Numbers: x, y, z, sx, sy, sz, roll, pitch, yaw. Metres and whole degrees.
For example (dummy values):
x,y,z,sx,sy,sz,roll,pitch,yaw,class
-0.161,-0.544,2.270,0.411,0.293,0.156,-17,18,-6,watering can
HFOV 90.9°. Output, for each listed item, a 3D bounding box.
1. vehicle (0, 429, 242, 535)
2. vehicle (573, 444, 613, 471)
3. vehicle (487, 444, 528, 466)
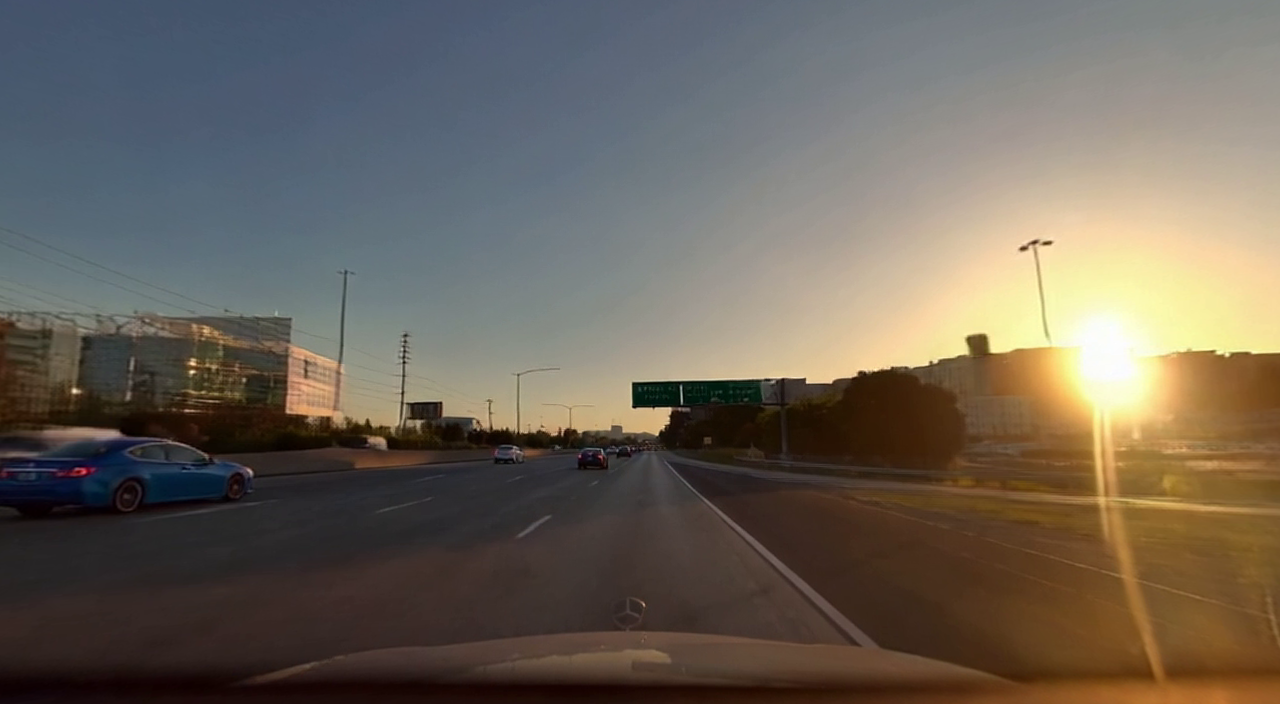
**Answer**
x,y,z,sx,sy,sz,roll,pitch,yaw,class
-9.966,2.245,11.623,2.002,1.526,4.822,0,-8,2,vehicle
-2.828,6.400,38.531,2.050,1.479,4.342,0,-8,1,vehicle
-9.340,7.296,44.798,1.930,1.490,3.955,0,-8,2,vehicle
